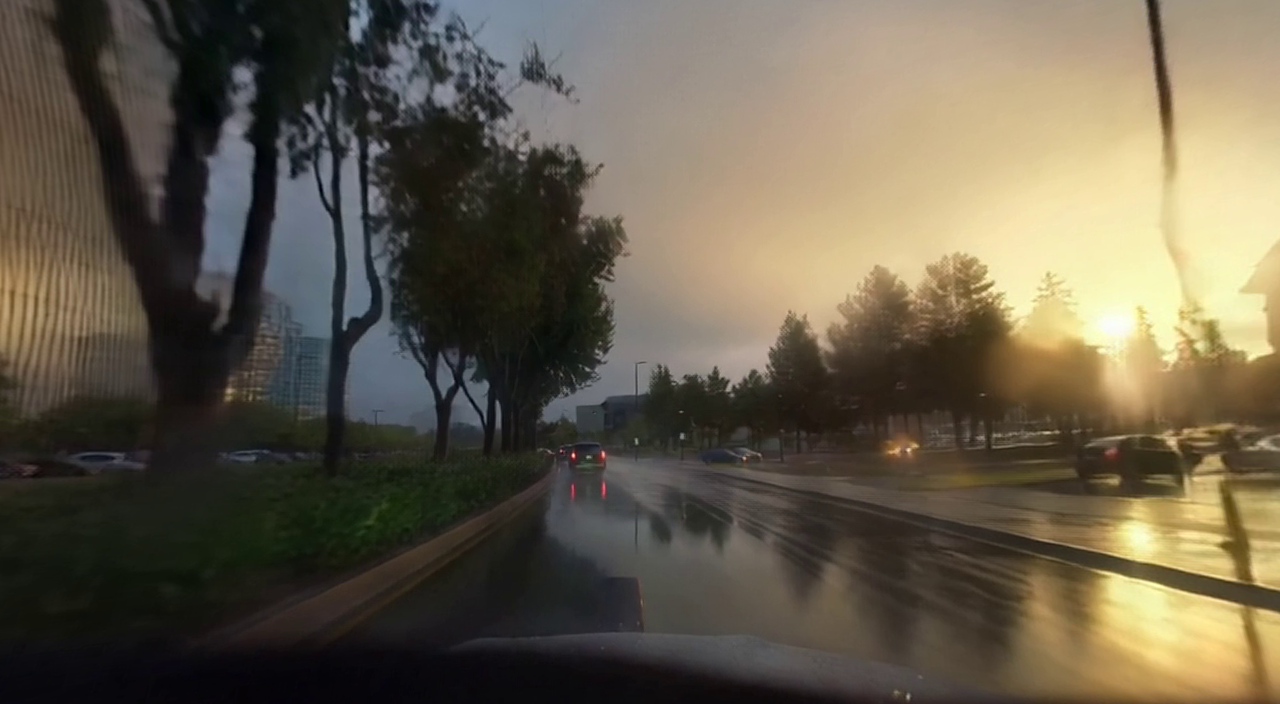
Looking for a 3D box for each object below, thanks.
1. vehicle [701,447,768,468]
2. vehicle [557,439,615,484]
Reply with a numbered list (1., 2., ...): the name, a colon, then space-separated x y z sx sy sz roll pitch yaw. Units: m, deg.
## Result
1. vehicle: 6.931 7.768 46.453 4.645 1.505 2.100 0 -9 0
2. vehicle: -2.256 4.533 26.386 2.183 1.675 4.319 1 -9 -5
